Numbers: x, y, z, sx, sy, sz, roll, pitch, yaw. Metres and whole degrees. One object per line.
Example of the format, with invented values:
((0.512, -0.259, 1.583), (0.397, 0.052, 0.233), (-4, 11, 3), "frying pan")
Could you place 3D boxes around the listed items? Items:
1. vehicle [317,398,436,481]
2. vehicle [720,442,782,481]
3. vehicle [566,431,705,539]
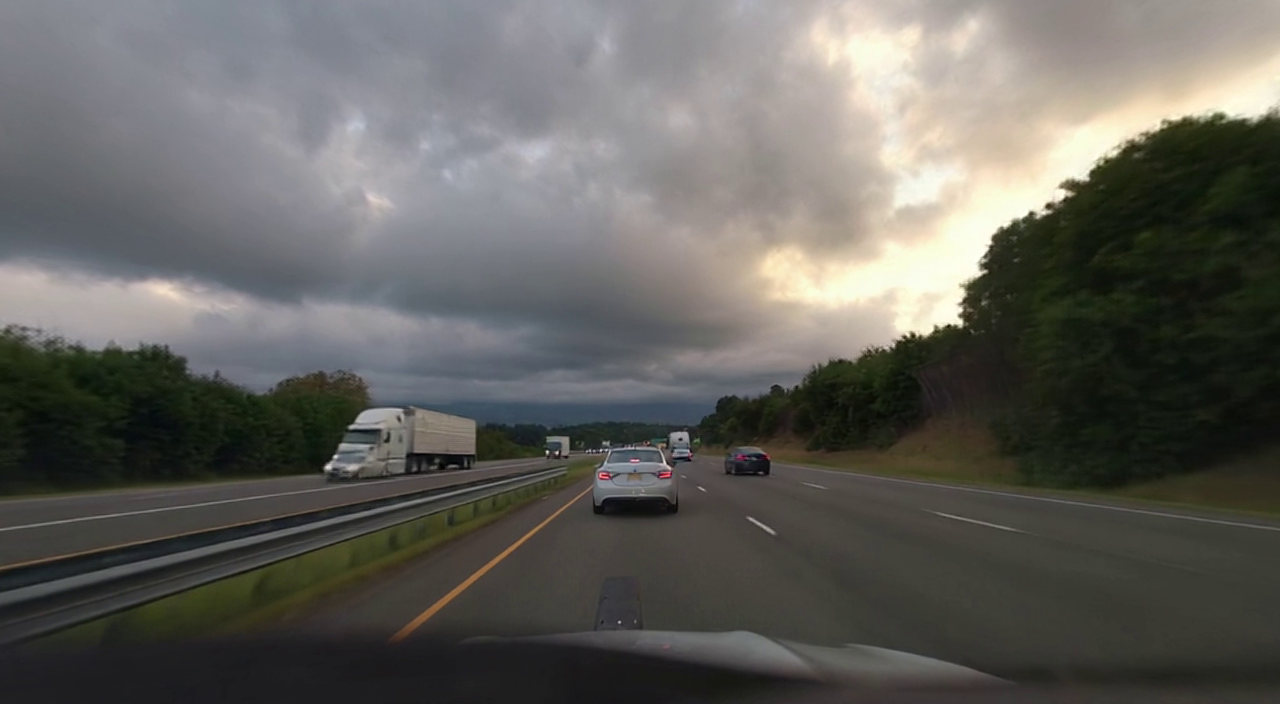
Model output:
((-13.542, 4.640, 33.159), (3.152, 3.893, 6.812), (-1, -9, 1), "vehicle")
((4.695, 4.694, 27.167), (1.931, 1.516, 3.995), (0, -9, -1), "vehicle")
((-0.105, 2.282, 11.336), (2.088, 1.580, 3.657), (0, -9, -1), "vehicle")
